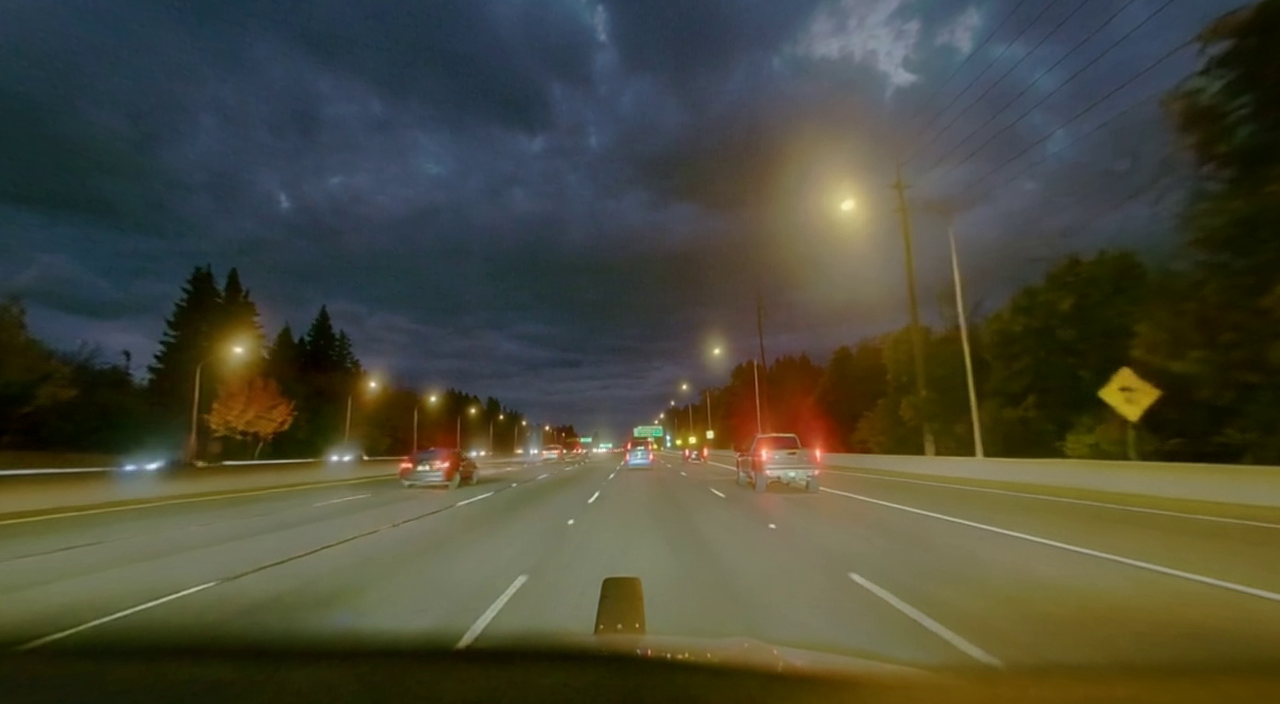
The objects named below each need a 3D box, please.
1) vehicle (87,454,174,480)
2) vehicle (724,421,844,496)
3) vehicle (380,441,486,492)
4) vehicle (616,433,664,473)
[{"bbox_3d":[-33.284,7.484,41.295,1.831,1.534,4.613,0,-9,0],"label":"vehicle"},{"bbox_3d":[4.239,3.285,19.763,2.388,1.998,5.749,0,-9,0],"label":"vehicle"},{"bbox_3d":[-6.884,3.835,21.523,2.014,1.526,4.577,0,-9,1],"label":"vehicle"},{"bbox_3d":[0.032,5.402,33.745,2.372,1.957,5.121,0,-9,1],"label":"vehicle"}]
